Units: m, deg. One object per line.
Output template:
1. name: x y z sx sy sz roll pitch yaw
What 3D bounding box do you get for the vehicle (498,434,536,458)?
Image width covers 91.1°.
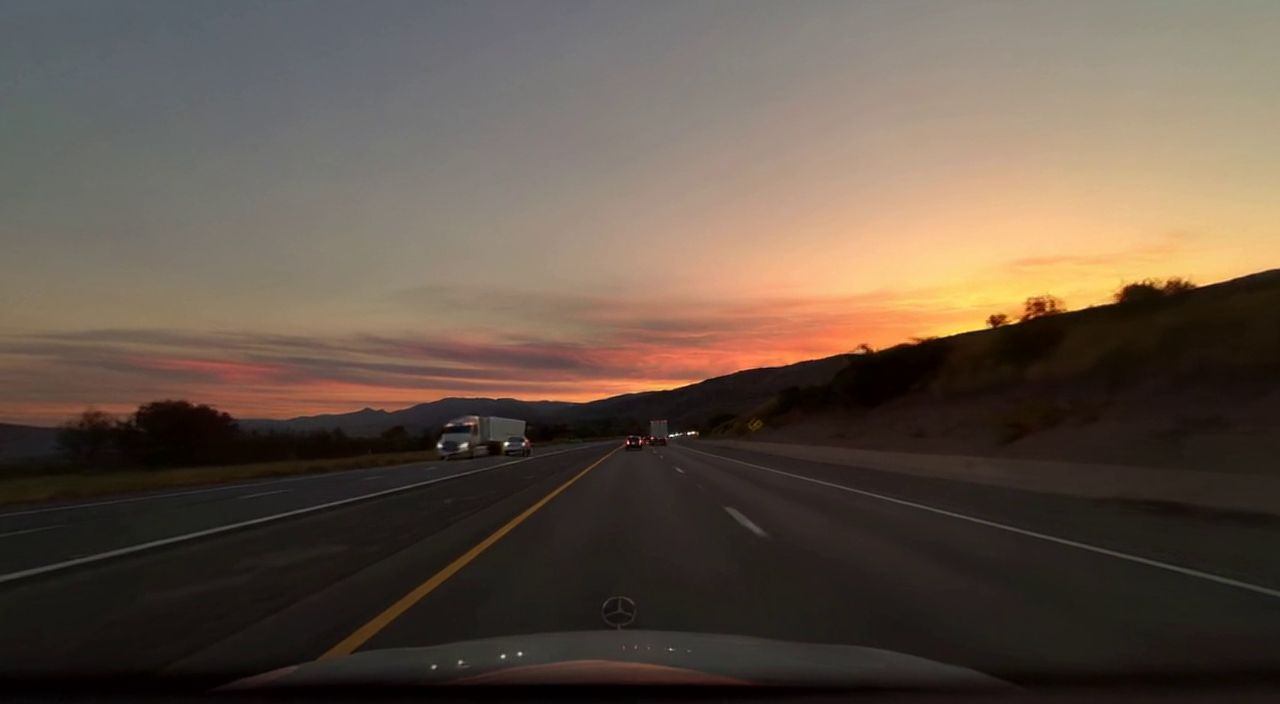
1. vehicle: -9.433 7.255 48.642 2.058 1.735 4.603 0 -8 0

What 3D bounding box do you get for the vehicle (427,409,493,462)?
1. vehicle: -13.542 6.376 48.175 2.653 3.576 8.959 -1 -7 -1
